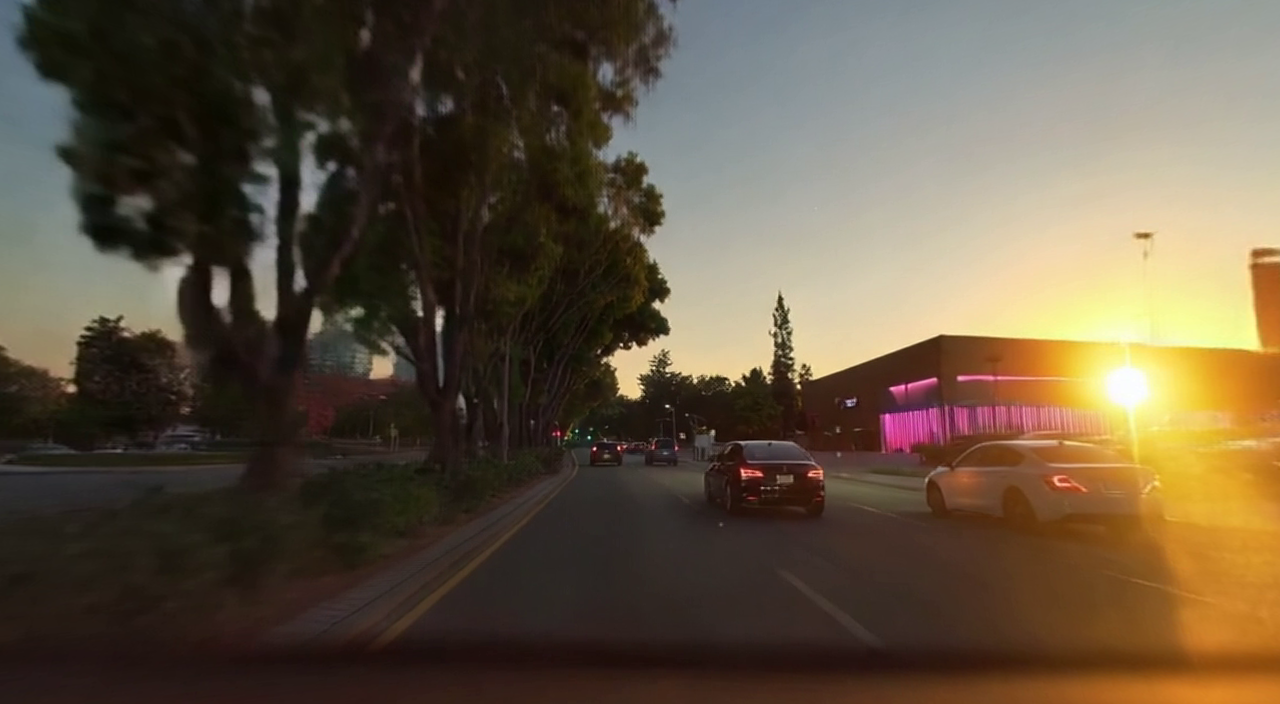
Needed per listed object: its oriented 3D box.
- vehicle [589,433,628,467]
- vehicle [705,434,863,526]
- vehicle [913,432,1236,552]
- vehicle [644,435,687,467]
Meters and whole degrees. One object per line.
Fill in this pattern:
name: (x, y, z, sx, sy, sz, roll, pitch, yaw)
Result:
vehicle: (-1.810, 5.561, 35.778, 2.051, 1.798, 4.168, 1, -8, -4)
vehicle: (2.553, 2.377, 12.334, 1.883, 1.452, 4.258, 1, -8, -3)
vehicle: (6.372, 2.057, 10.025, 1.917, 1.457, 4.274, 1, -8, -3)
vehicle: (1.454, 5.807, 37.075, 2.000, 1.745, 4.206, 1, -8, -5)
